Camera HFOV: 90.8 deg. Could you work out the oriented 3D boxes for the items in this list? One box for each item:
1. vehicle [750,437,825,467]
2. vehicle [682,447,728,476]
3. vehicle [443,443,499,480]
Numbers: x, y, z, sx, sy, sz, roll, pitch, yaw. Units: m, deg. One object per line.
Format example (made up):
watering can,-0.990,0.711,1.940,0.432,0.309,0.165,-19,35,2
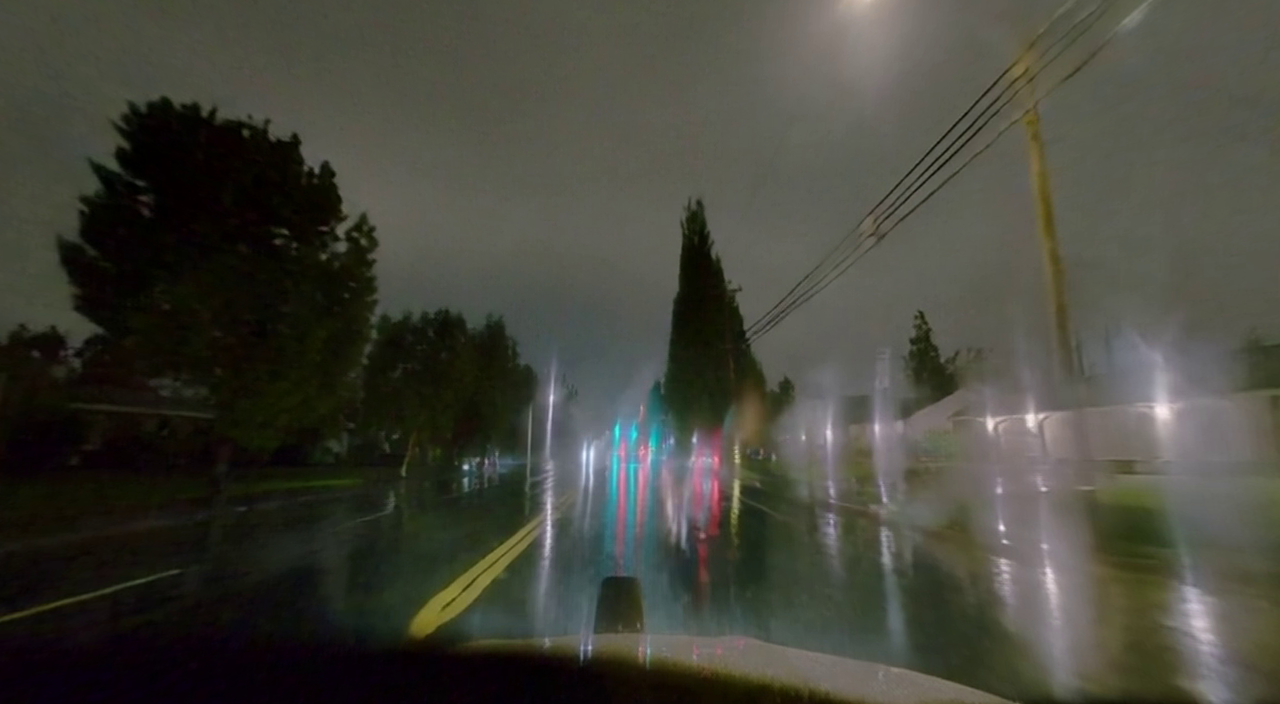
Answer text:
vehicle,10.563,7.196,45.433,4.709,1.743,1.965,-3,-8,-8
vehicle,3.740,6.408,37.197,2.167,1.535,4.464,0,-8,-1
vehicle,-11.144,7.187,41.970,2.111,2.050,5.328,-6,-8,0
